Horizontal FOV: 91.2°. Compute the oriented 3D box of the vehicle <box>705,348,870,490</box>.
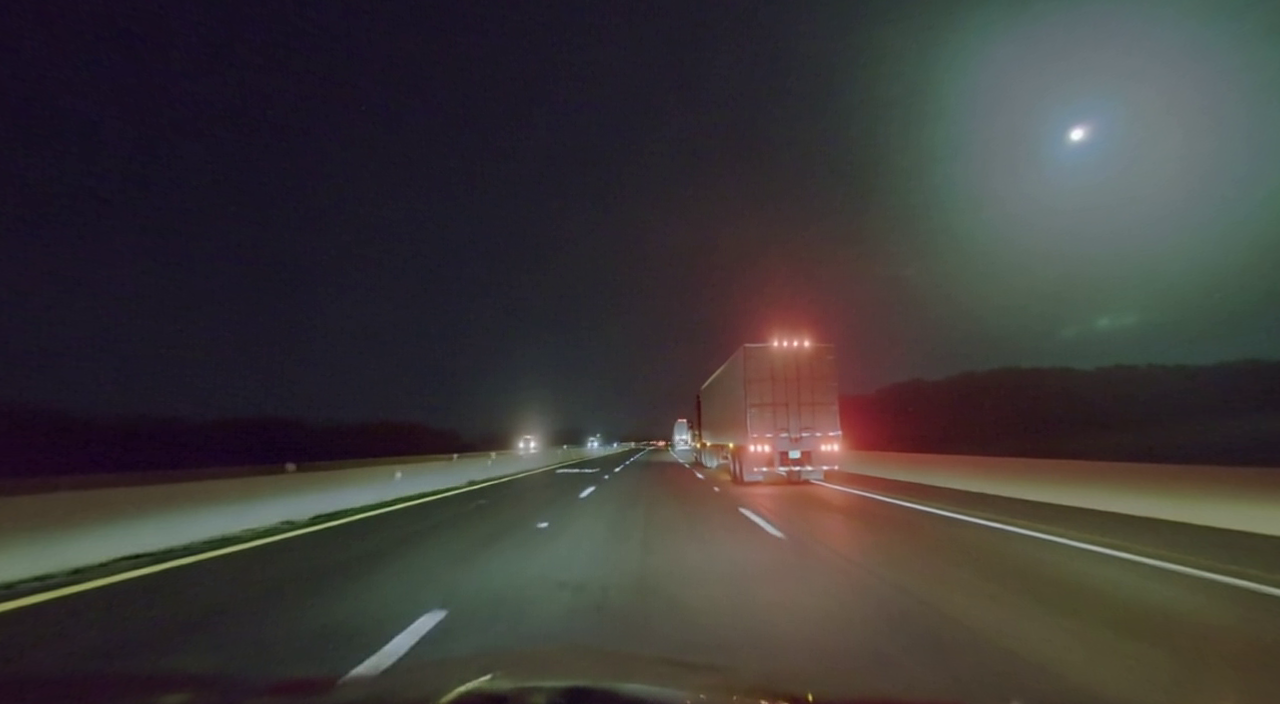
[{"bbox_3d":[4.862,2.920,24.897,3.485,3.975,14.489,0,-8,2],"label":"vehicle"}]
